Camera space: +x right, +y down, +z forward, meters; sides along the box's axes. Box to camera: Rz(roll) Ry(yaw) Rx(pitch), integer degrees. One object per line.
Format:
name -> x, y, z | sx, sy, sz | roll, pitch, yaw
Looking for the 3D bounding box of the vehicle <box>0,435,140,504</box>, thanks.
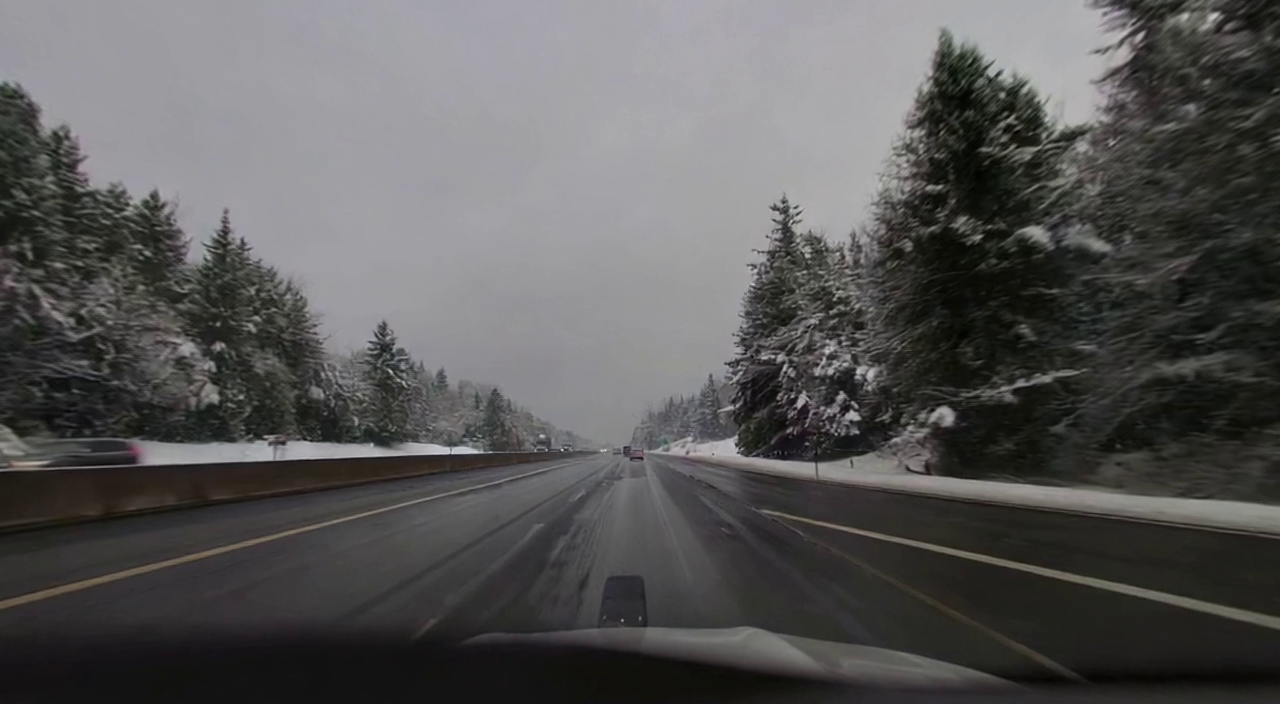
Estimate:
vehicle -> -14.652, 2.793, 15.312 | 1.850, 1.463, 3.779 | 0, -9, 0
